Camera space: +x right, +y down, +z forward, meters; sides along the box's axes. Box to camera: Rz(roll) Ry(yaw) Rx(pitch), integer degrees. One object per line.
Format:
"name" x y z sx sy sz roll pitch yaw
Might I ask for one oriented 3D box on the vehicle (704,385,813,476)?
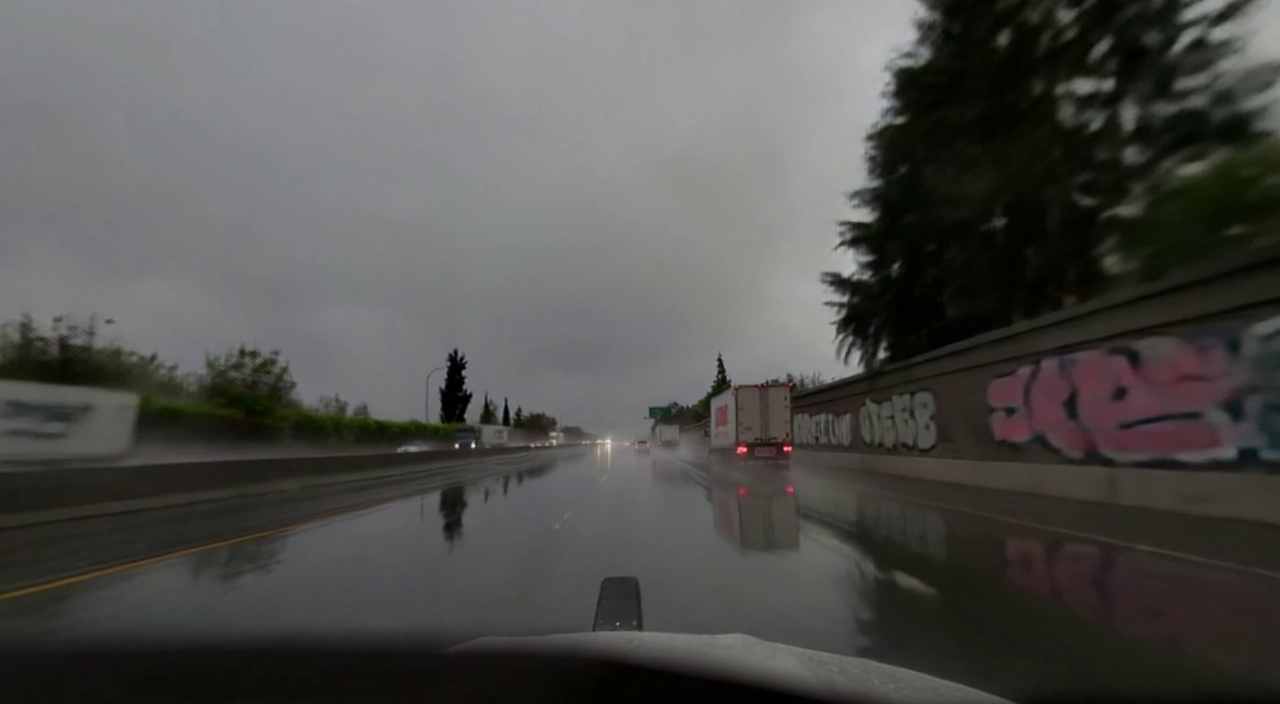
"vehicle" 5.142 3.761 29.713 2.949 3.470 10.539 0 -8 -1

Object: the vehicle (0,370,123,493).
"vehicle" -20.795 1.847 15.004 2.850 3.711 17.121 0 -8 -1
